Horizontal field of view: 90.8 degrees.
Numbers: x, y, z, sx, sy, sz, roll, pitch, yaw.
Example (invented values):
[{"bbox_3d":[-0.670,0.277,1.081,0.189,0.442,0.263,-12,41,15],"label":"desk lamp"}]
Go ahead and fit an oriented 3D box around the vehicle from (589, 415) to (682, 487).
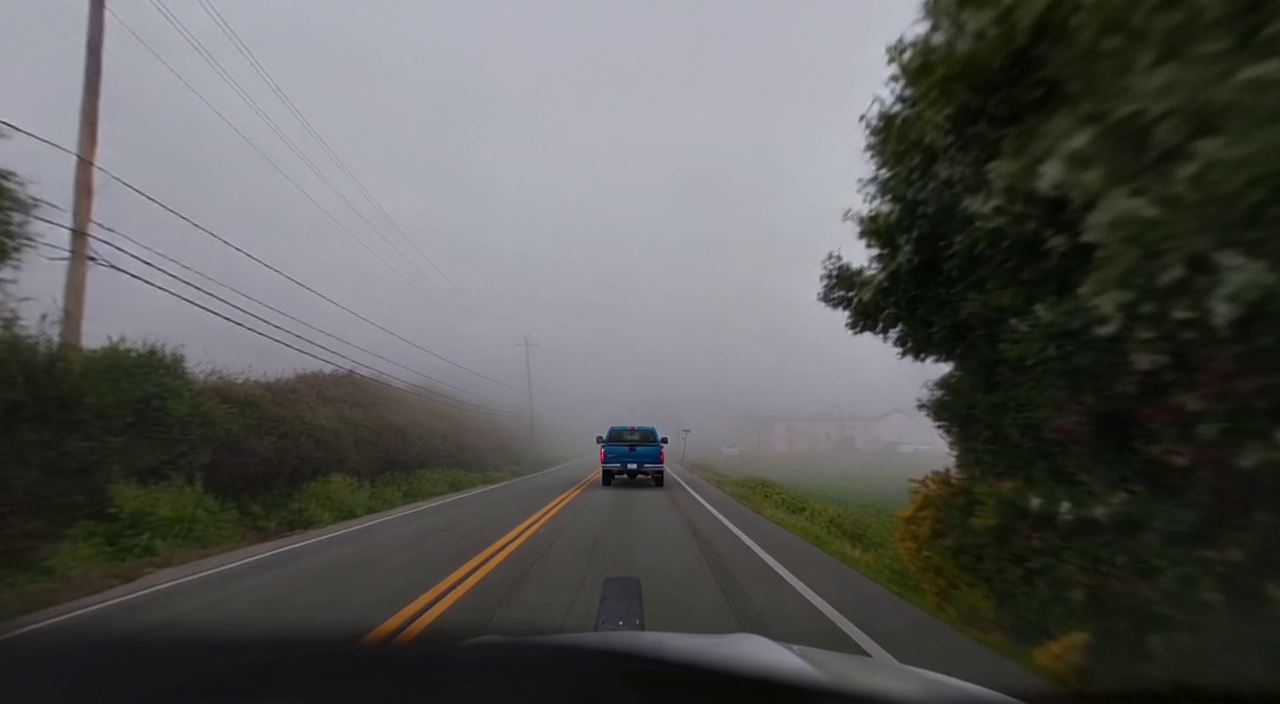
[{"bbox_3d":[-0.226,3.790,24.369,3.021,2.326,7.410,0,-8,-1],"label":"vehicle"}]
